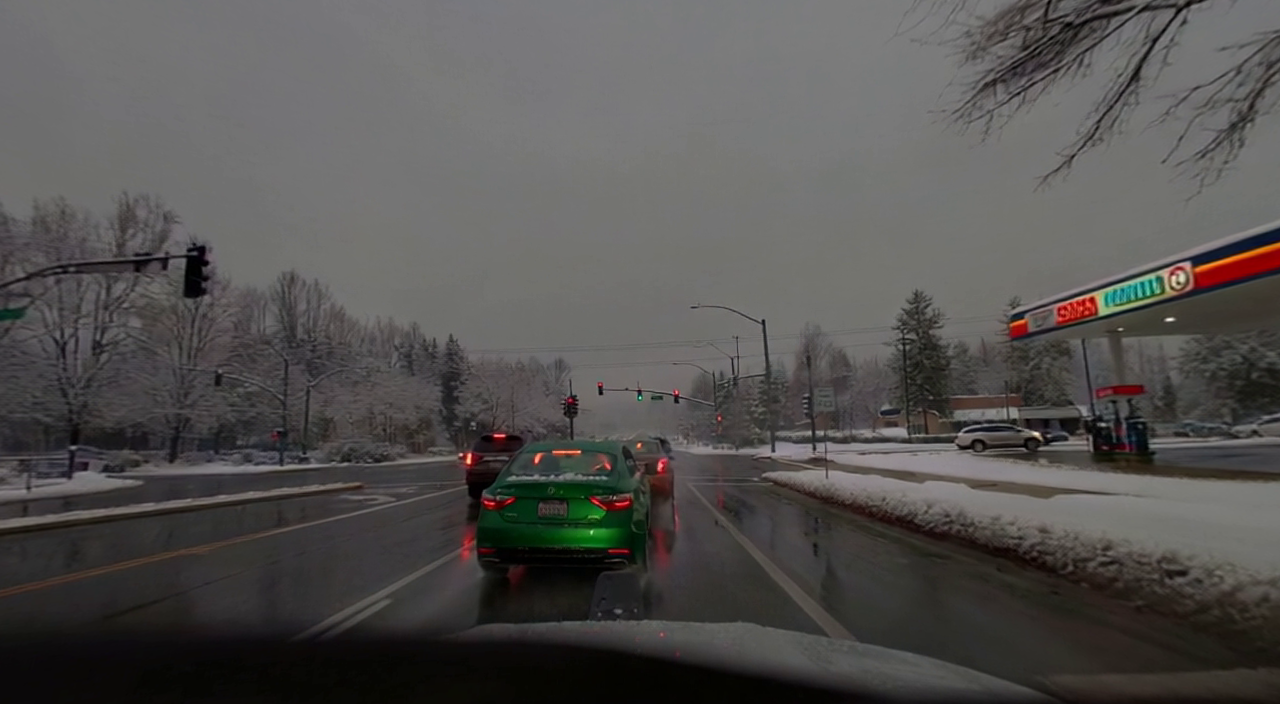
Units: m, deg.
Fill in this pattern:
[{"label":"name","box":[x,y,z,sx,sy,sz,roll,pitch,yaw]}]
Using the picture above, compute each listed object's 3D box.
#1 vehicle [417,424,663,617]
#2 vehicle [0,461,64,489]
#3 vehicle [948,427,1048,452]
[{"label":"vehicle","box":[-0.724,1.674,7.325,1.916,1.510,4.447,0,-8,3]},{"label":"vehicle","box":[-35.416,6.860,35.244,1.796,1.440,4.802,-1,-8,3]},{"label":"vehicle","box":[22.063,5.421,39.081,4.874,1.502,2.048,0,-8,1]}]
